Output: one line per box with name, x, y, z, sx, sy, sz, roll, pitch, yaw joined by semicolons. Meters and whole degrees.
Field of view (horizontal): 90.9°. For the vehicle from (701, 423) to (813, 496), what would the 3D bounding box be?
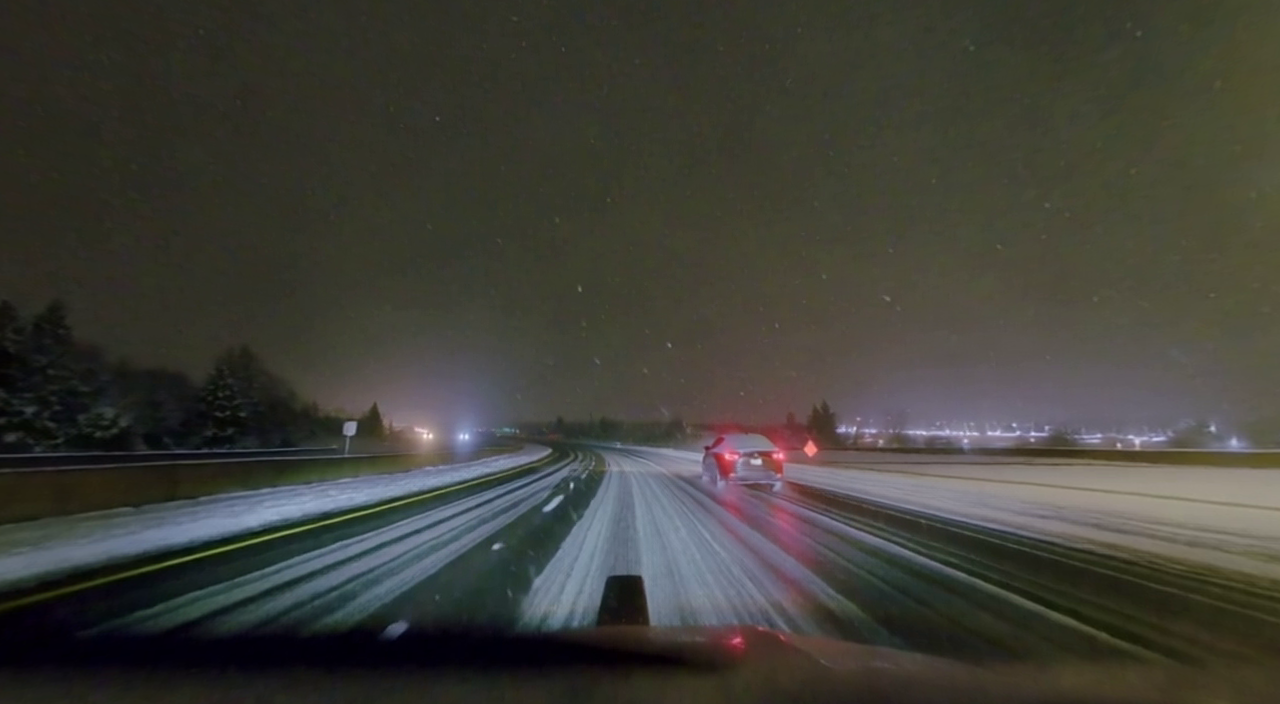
vehicle;2.962;2.844;17.002;2.059;1.715;4.192;0;-8;-2
